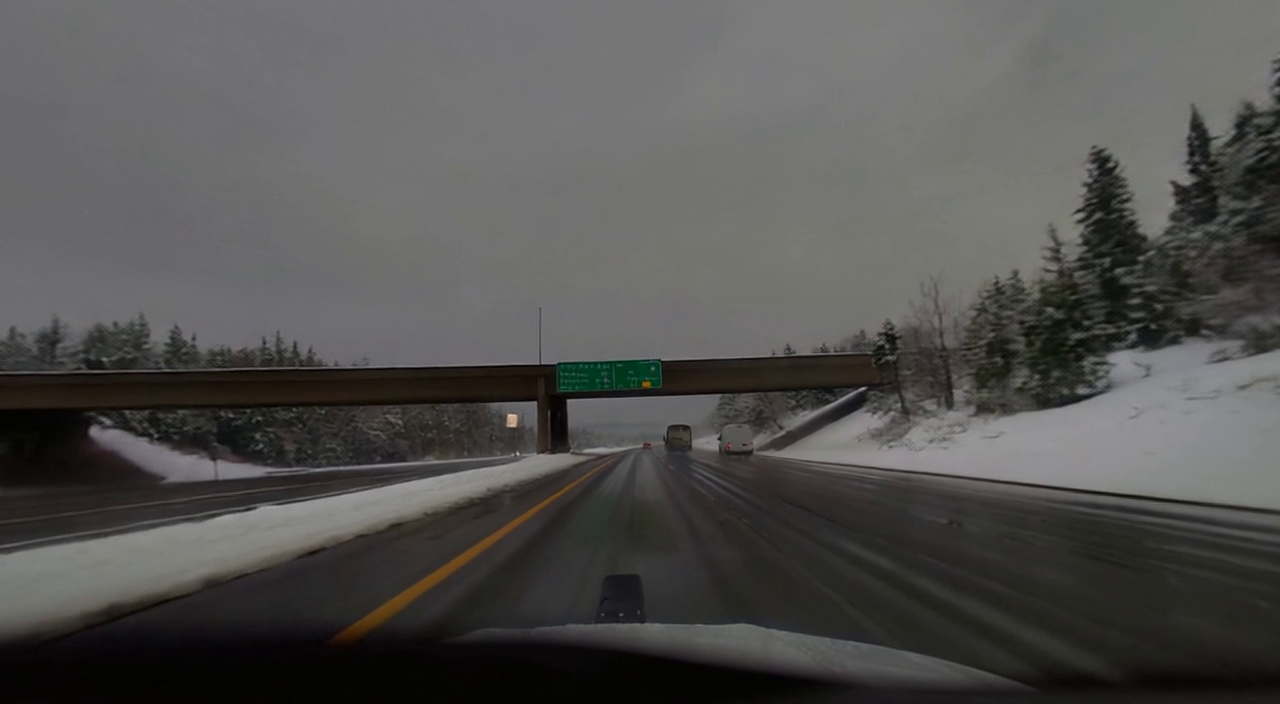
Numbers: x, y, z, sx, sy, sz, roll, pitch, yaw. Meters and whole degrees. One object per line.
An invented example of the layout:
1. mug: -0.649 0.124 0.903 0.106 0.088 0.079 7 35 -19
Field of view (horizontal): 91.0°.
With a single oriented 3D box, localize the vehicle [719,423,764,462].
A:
1. vehicle: 7.705 6.971 48.370 2.379 2.819 6.294 0 -8 0
